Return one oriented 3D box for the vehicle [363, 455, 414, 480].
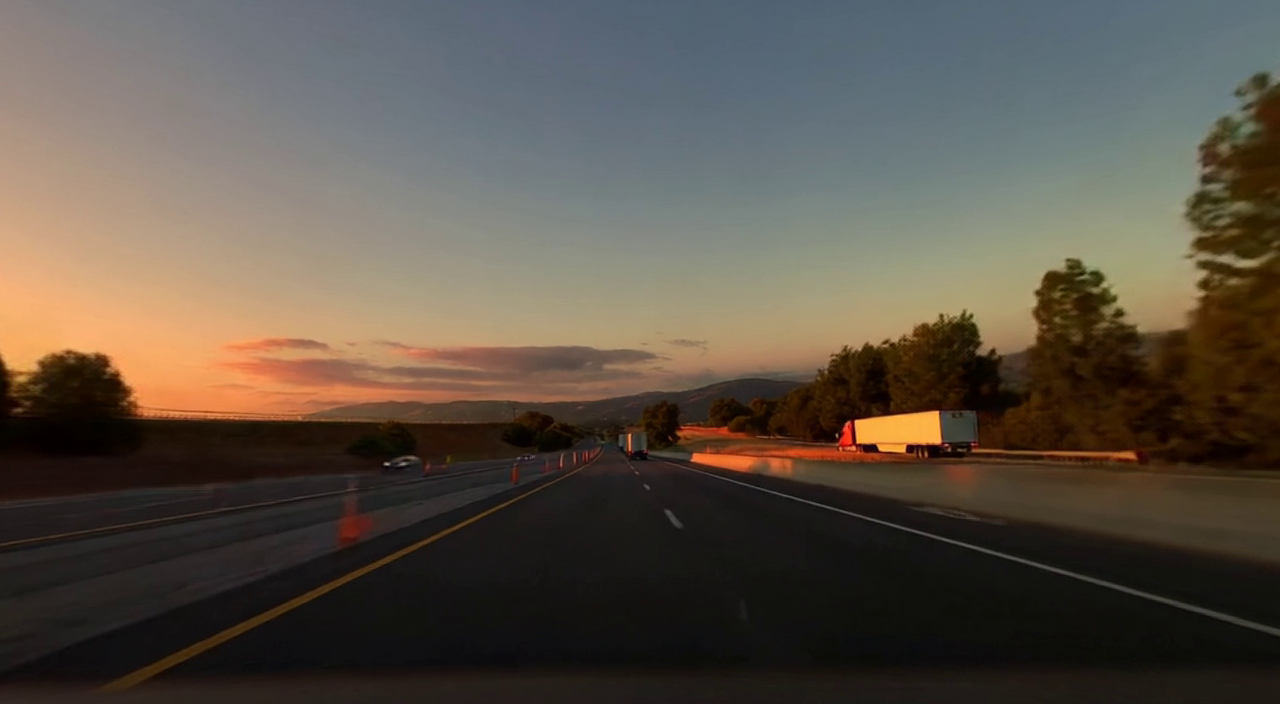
[{"bbox_3d":[-16.227,7.455,40.871,1.753,1.445,3.967,0,-9,-2],"label":"vehicle"}]
